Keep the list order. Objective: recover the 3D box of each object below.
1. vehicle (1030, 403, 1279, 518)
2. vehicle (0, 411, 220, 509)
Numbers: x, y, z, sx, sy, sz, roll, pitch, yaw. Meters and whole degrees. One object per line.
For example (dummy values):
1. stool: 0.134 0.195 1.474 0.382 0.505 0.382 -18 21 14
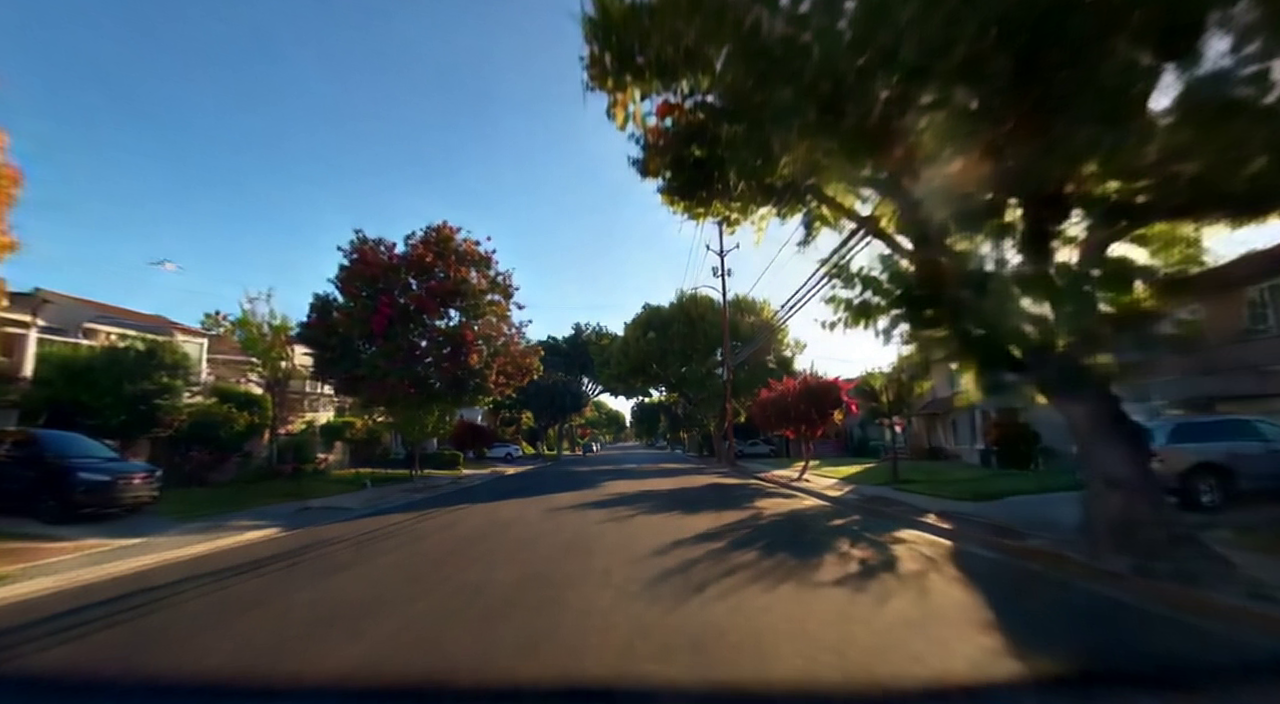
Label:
1. vehicle: 10.255 1.875 11.169 5.221 1.798 2.211 0 -8 -2
2. vehicle: -12.365 2.236 13.306 5.186 1.842 2.465 0 -8 -1
